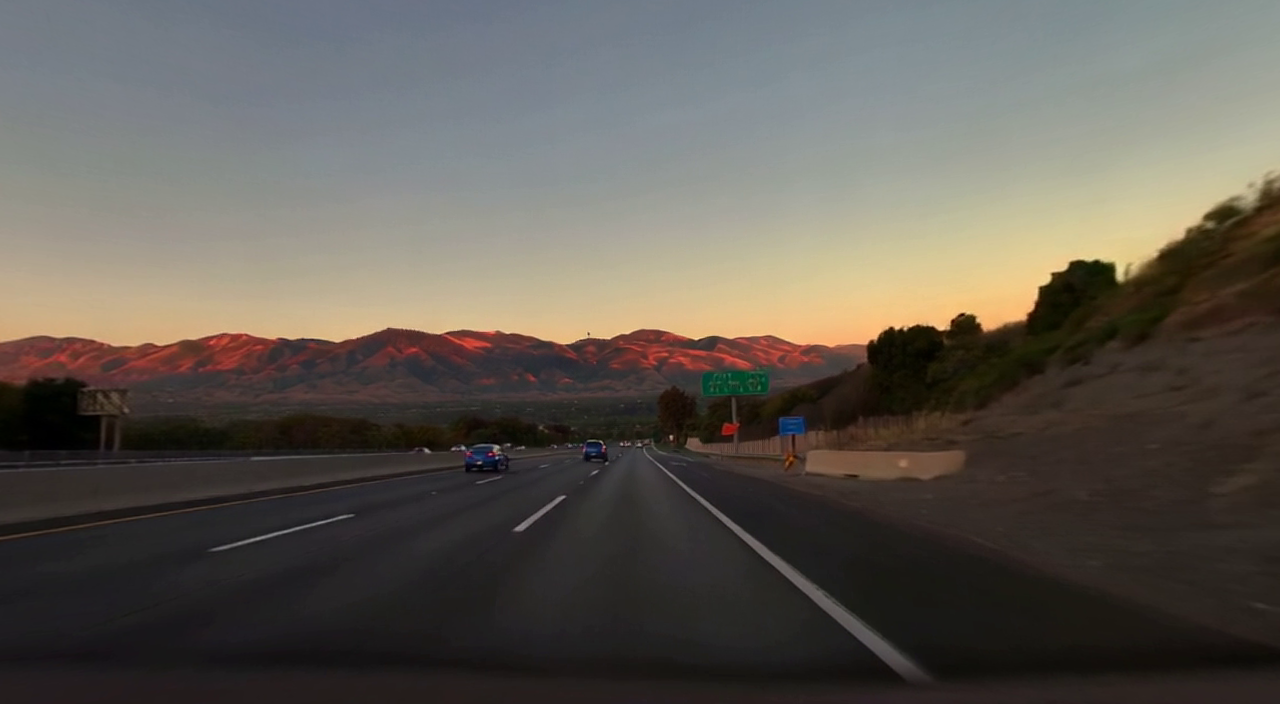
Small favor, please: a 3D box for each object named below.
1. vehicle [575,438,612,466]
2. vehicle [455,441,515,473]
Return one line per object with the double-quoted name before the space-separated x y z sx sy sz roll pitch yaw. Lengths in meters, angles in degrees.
"vehicle" -2.975 6.589 41.724 2.029 1.753 4.718 0 -8 1
"vehicle" -7.802 5.323 32.286 1.930 1.508 4.567 0 -8 0
